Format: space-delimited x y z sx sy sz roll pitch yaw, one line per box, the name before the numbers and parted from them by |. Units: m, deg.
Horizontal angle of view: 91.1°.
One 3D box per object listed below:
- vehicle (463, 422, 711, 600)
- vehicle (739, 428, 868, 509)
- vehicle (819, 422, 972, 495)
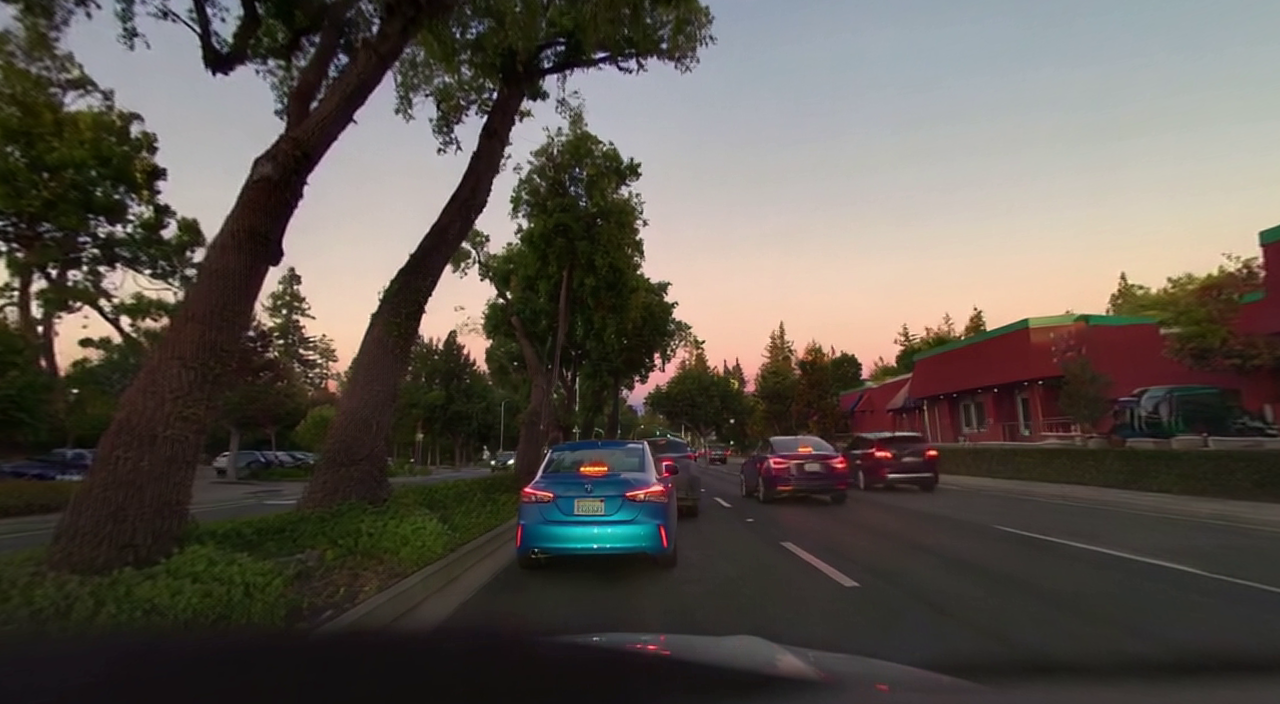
vehicle | -0.482 1.666 7.449 2.111 1.506 4.018 0 -9 -1
vehicle | 3.699 2.717 15.054 1.946 1.648 4.230 0 -9 0
vehicle | 7.339 3.138 18.864 2.253 1.854 5.409 0 -9 0
